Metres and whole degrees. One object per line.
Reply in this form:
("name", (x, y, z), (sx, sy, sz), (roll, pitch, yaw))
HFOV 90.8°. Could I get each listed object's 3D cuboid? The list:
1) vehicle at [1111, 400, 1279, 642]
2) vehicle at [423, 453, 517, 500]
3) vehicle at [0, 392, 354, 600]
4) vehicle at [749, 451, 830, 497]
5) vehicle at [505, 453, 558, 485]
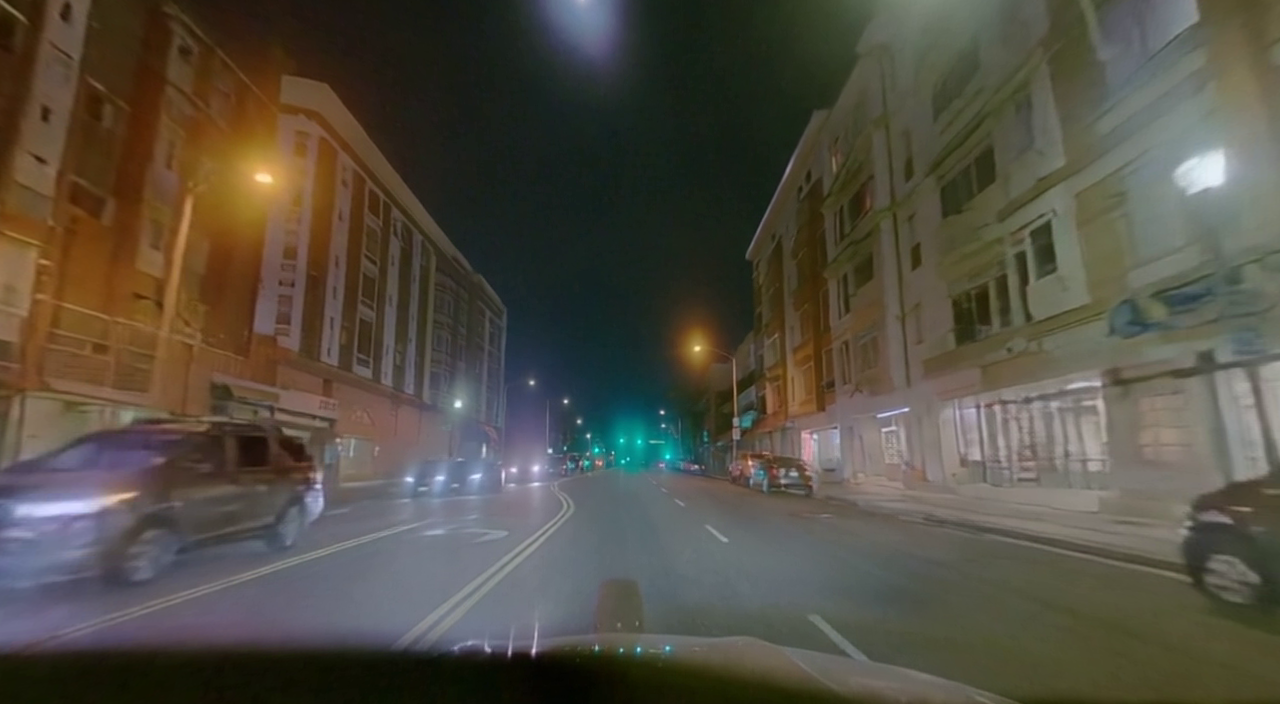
("vehicle", (5.844, 1.124, 3.798), (2.059, 1.804, 5.182), (0, -9, 1))
("vehicle", (-5.817, 4.292, 22.201), (2.052, 1.481, 4.248), (0, -9, 1))
("vehicle", (-5.816, 1.706, 8.326), (1.937, 1.944, 4.640), (0, -9, -1))
("vehicle", (5.583, 4.590, 24.226), (1.957, 1.572, 4.418), (0, -9, -1))
("vehicle", (-5.571, 6.054, 32.978), (1.949, 1.533, 3.864), (0, -9, 2))
